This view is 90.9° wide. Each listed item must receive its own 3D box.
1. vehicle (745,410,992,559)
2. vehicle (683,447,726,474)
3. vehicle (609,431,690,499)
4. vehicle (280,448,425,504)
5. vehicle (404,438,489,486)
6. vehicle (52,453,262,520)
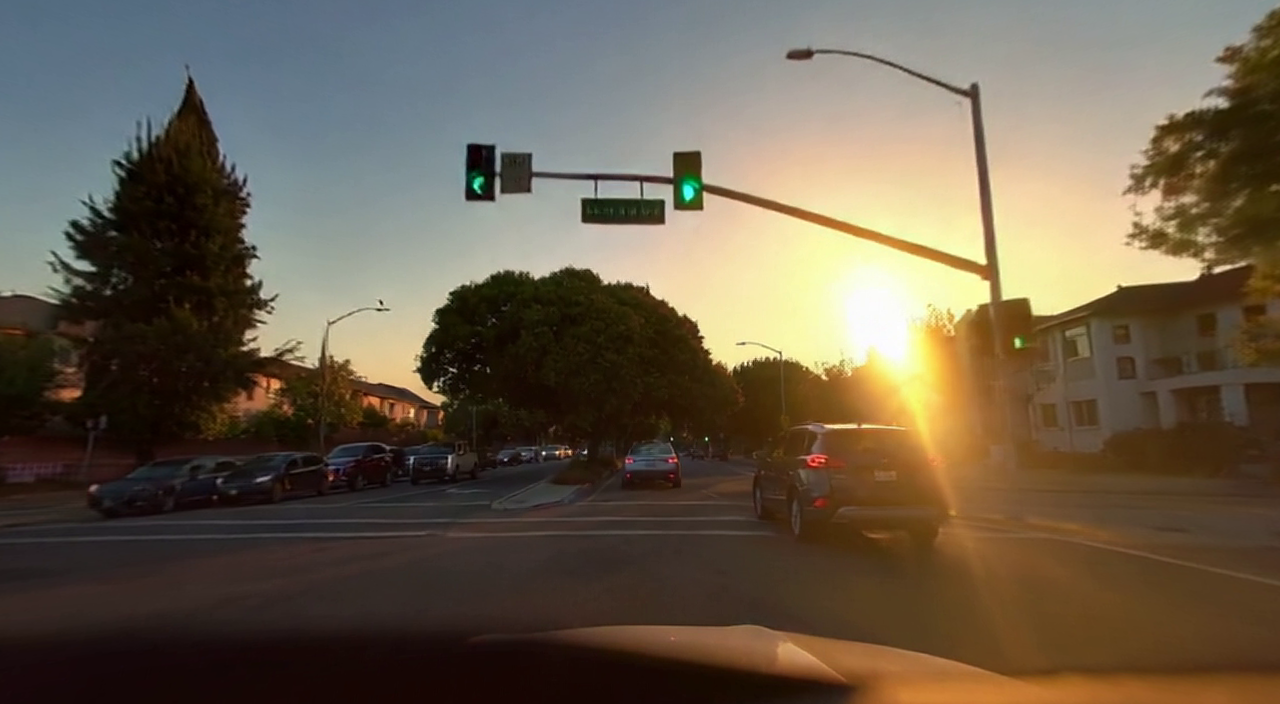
[{"bbox_3d":[3.175,1.944,9.969,2.166,1.799,4.372,0,-8,-1],"label":"vehicle"},{"bbox_3d":[3.814,6.457,37.879,2.096,1.489,4.757,0,-8,0],"label":"vehicle"},{"bbox_3d":[0.275,3.401,19.435,2.185,1.822,4.391,0,-8,0],"label":"vehicle"},{"bbox_3d":[-8.340,3.627,18.904,2.083,1.420,4.702,0,-8,1],"label":"vehicle"},{"bbox_3d":[-8.487,4.839,28.153,2.182,1.939,4.889,0,-8,1],"label":"vehicle"},{"bbox_3d":[-12.306,3.411,16.561,1.959,1.450,4.487,0,-8,0],"label":"vehicle"}]
